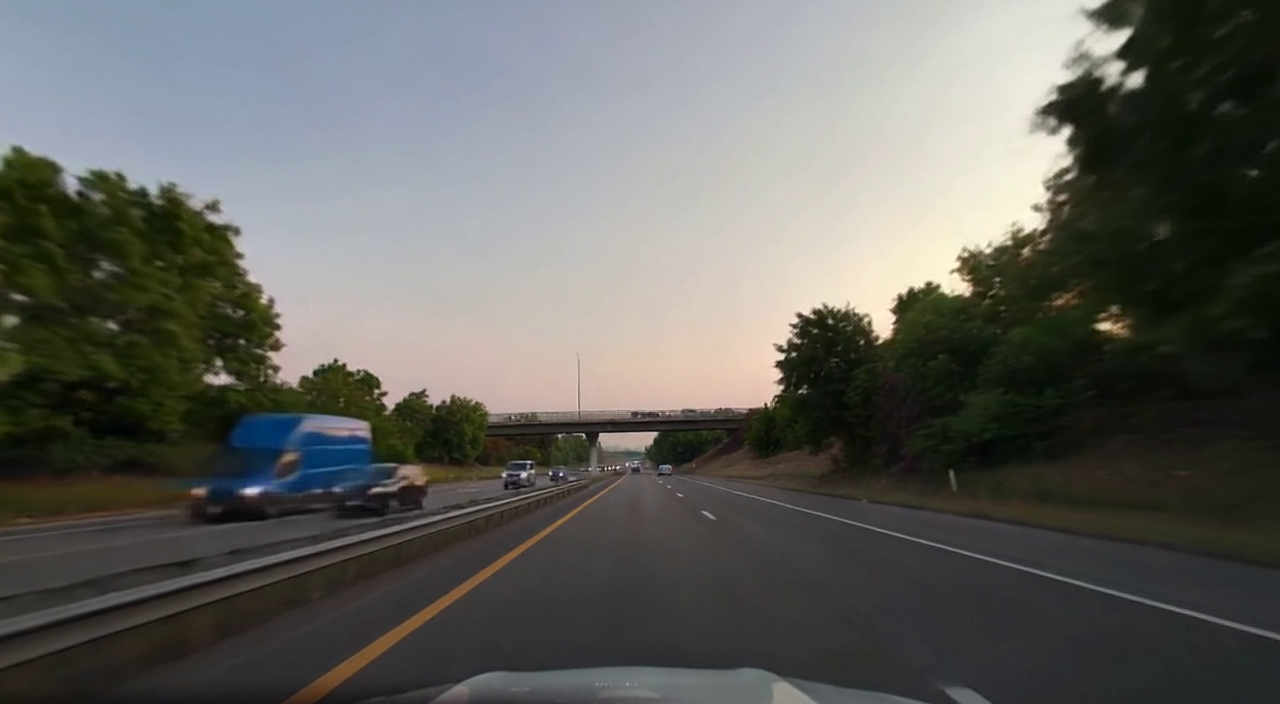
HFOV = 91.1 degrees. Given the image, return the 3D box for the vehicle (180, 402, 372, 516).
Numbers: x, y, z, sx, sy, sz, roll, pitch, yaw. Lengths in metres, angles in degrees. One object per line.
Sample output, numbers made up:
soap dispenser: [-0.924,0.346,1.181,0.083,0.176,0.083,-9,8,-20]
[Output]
vehicle: [-13.516,4.167,24.335,2.994,3.686,7.146,1,-10,0]

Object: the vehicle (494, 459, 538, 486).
vehicle: [-9.181,8.988,46.809,2.250,1.825,4.768,1,-10,1]

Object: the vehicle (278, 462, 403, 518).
vehicle: [-9.075,4.209,19.444,1.919,1.507,3.887,1,-10,0]
